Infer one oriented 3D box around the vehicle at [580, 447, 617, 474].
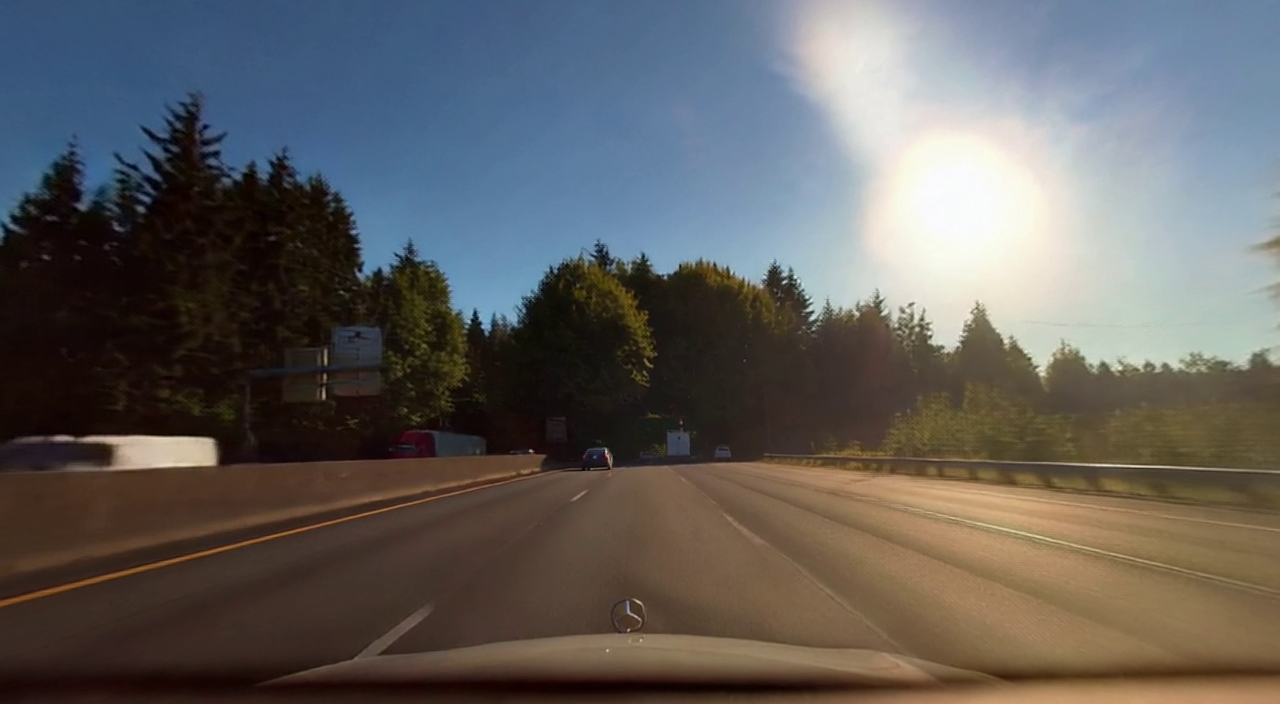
[{"bbox_3d":[-2.688,7.174,41.866,2.086,1.650,4.122,0,-9,2],"label":"vehicle"}]
